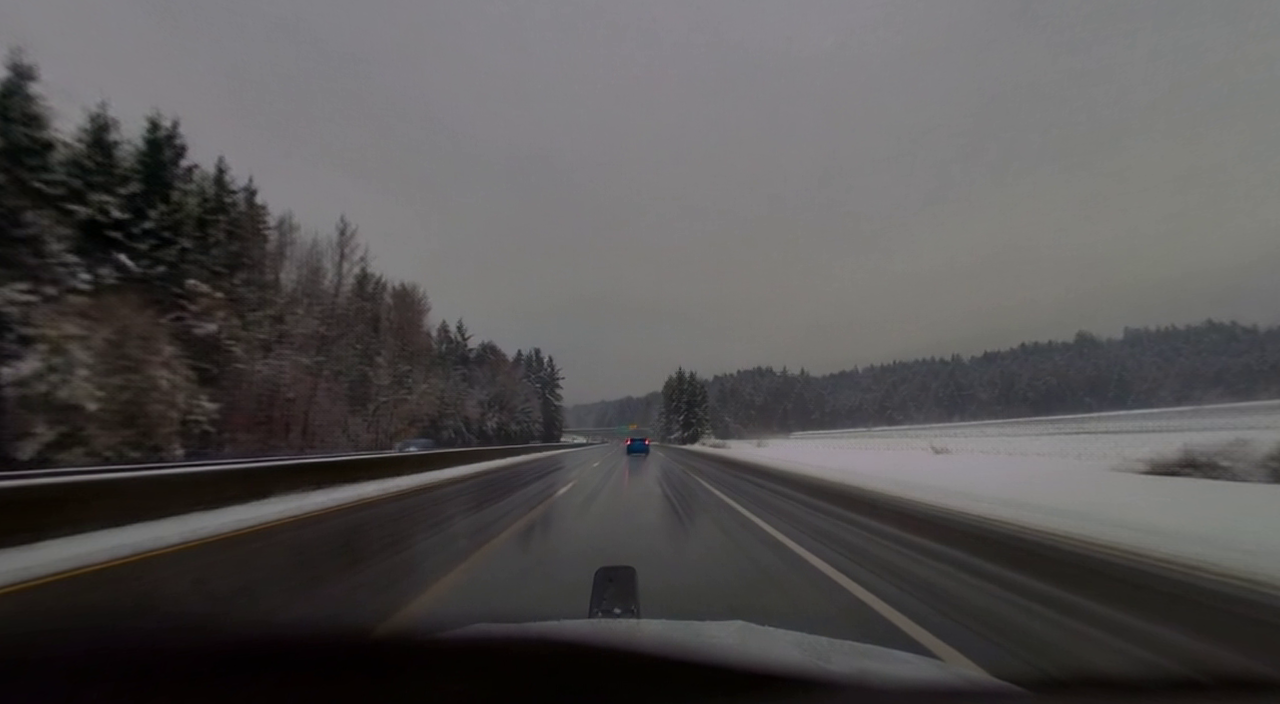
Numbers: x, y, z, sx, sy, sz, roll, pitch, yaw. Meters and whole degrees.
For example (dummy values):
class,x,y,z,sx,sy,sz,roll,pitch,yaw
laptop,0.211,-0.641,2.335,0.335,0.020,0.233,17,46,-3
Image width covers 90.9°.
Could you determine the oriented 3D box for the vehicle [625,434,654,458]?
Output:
class,x,y,z,sx,sy,sz,roll,pitch,yaw
vehicle,-0.081,6.852,46.252,2.094,1.653,4.283,0,-8,-1
